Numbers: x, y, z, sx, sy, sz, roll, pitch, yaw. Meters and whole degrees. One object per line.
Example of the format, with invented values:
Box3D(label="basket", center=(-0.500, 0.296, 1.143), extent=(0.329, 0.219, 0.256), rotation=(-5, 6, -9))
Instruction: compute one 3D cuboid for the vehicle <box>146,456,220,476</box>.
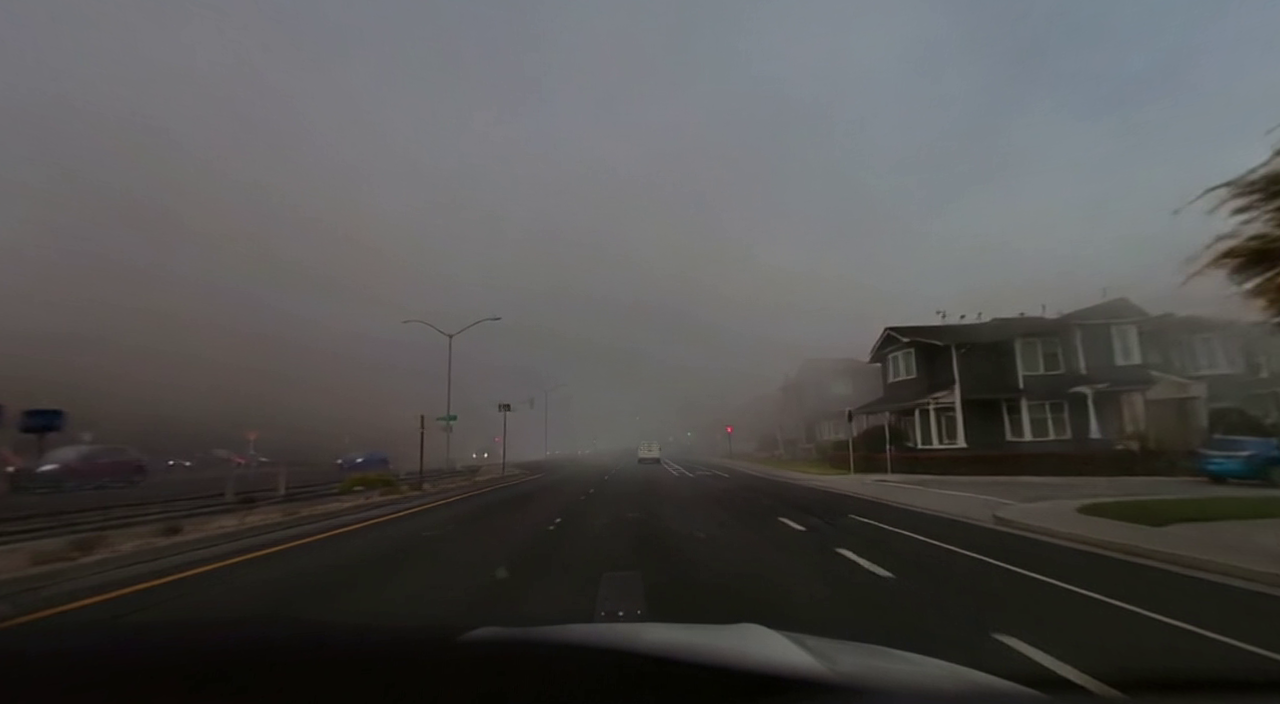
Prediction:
Box3D(label="vehicle", center=(-35.428, 8.817, 49.084), extent=(1.779, 1.357, 4.291), rotation=(-4, -9, 23))

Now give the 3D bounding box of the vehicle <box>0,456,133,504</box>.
Box3D(label="vehicle", center=(-19.715, 4.194, 21.028), extent=(1.966, 1.341, 4.442), rotation=(0, -9, 0))

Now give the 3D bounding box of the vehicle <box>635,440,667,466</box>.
Box3D(label="vehicle", center=(0.786, 7.745, 48.597), extent=(2.273, 1.851, 5.075), rotation=(0, -9, -1))

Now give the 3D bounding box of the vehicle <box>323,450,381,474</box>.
Box3D(label="vehicle", center=(-19.550, 7.483, 43.123), extent=(1.950, 1.493, 4.351), rotation=(0, -9, -1))
